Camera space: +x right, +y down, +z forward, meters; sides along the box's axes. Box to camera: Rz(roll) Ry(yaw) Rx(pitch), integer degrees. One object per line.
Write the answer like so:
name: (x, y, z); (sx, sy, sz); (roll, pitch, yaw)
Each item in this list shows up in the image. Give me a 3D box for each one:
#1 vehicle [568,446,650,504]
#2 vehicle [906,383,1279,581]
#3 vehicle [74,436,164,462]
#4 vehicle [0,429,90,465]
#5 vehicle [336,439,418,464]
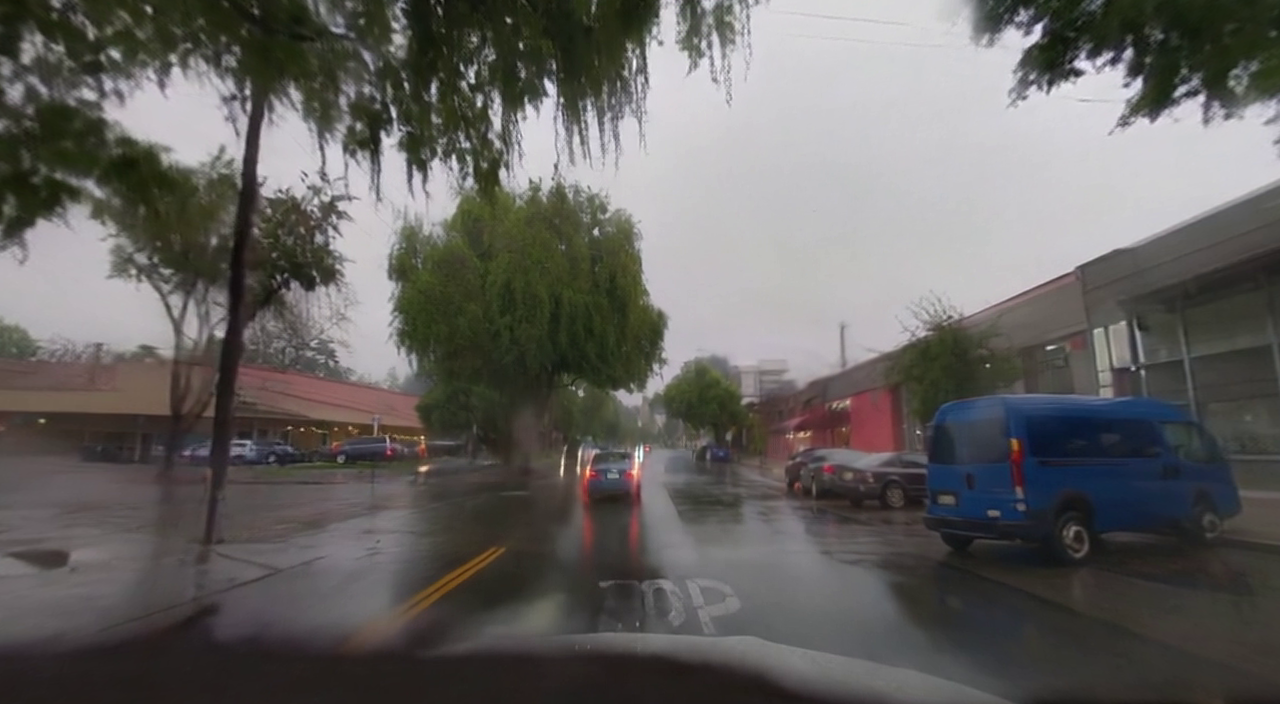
vehicle: (-0.974, 3.457, 18.290); (2.065, 1.450, 4.522); (1, -9, -5)
vehicle: (6.697, 1.736, 9.086); (5.385, 2.146, 2.143); (4, -10, -25)
vehicle: (-31.780, 5.929, 38.596); (3.915, 1.574, 1.850); (-1, -9, 4)
vehicle: (-31.766, 4.924, 32.740); (4.438, 1.814, 2.044); (0, -9, -1)
vehicle: (-18.337, 6.951, 44.249); (4.892, 1.679, 1.927); (1, -9, -6)
